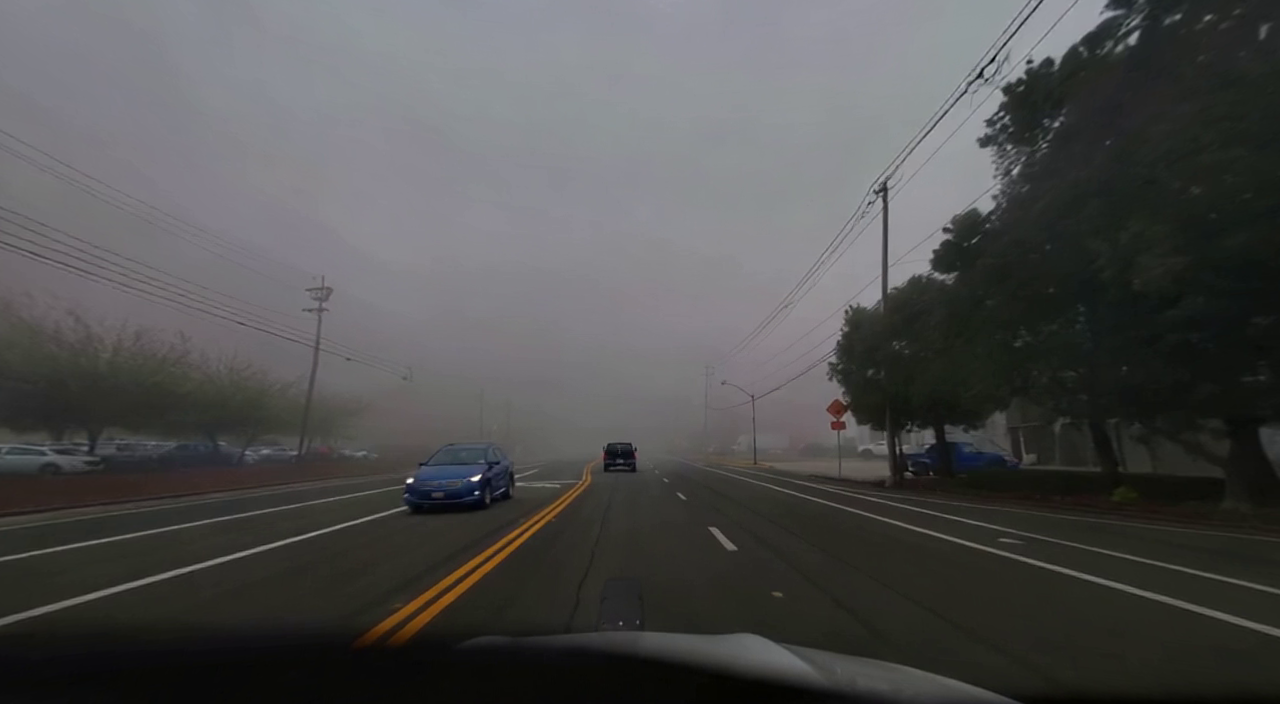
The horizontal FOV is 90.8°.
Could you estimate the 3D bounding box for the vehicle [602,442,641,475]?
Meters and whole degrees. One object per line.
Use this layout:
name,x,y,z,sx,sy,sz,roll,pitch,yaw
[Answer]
vehicle,-0.967,5.507,32.986,1.937,1.588,3.746,0,-8,-1

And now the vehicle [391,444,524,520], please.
vehicle,-3.909,2.817,14.322,1.863,1.435,4.204,0,-8,-1

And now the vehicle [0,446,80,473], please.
vehicle,-40.132,7.051,41.589,4.565,1.737,1.983,0,-8,1

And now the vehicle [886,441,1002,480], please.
vehicle,17.264,6.168,36.302,2.423,2.005,5.671,3,-9,-23

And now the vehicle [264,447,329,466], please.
vehicle,-26.946,8.212,49.672,3.983,1.472,1.898,0,-8,-1
